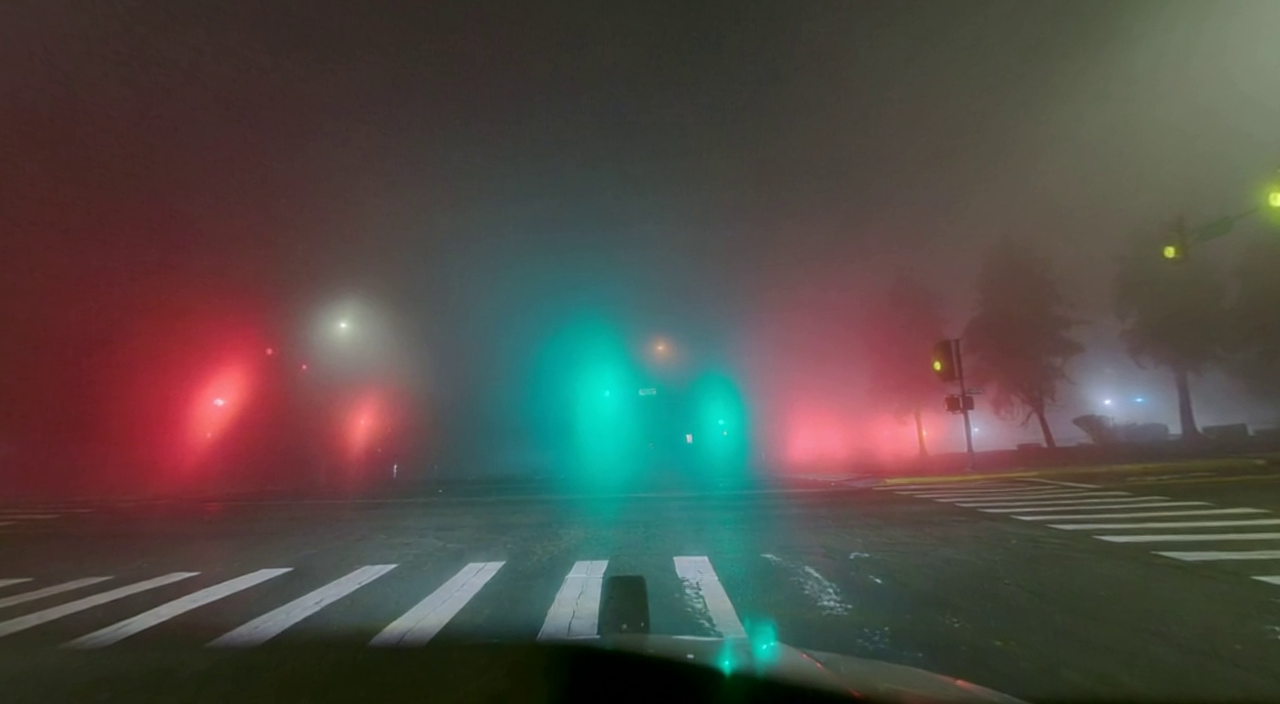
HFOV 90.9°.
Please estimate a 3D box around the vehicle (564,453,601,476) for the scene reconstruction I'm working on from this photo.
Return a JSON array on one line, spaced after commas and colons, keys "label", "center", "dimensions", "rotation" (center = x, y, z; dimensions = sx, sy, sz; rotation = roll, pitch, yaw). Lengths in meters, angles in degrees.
[{"label": "vehicle", "center": [-4.477, 8.848, 49.836], "dimensions": [2.030, 1.704, 4.205], "rotation": [-1, -8, 7]}]
